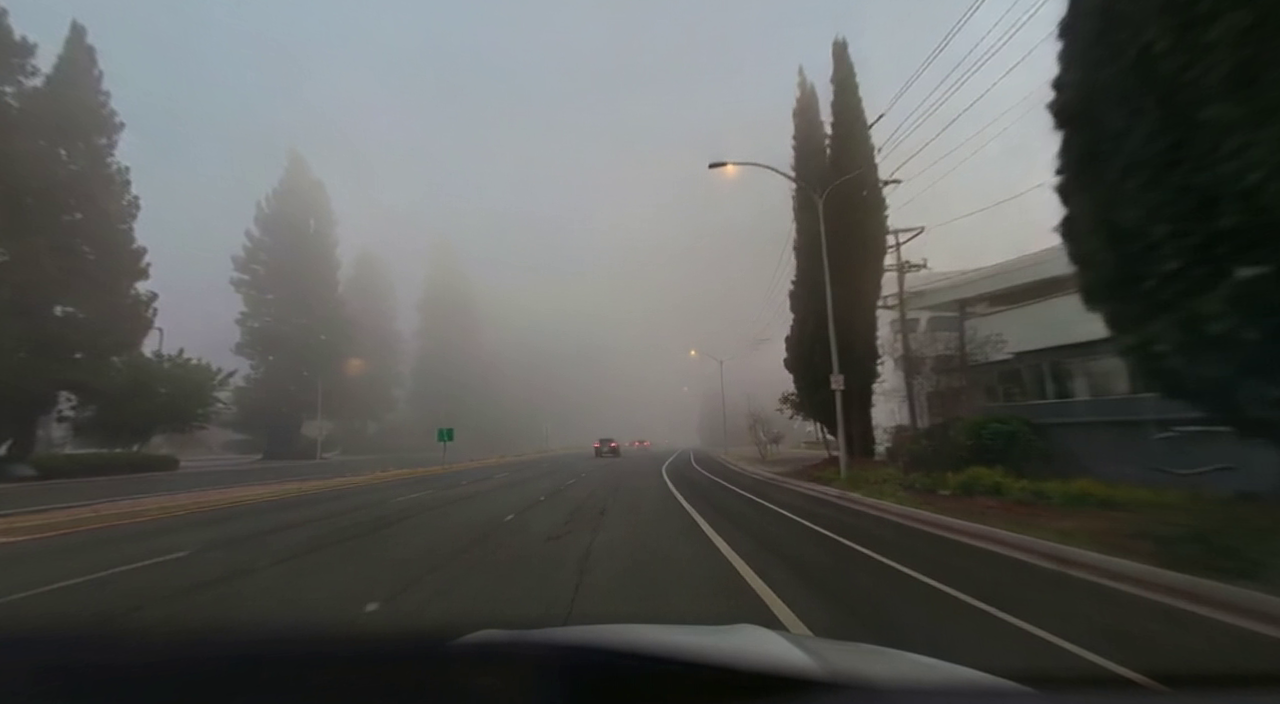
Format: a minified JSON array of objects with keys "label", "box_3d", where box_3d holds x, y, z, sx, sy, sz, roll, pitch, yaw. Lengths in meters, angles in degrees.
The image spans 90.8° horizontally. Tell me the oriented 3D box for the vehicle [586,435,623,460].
[{"label":"vehicle","box_3d":[-2.406,6.684,44.079,2.121,1.654,3.993,-1,-8,3]}]
